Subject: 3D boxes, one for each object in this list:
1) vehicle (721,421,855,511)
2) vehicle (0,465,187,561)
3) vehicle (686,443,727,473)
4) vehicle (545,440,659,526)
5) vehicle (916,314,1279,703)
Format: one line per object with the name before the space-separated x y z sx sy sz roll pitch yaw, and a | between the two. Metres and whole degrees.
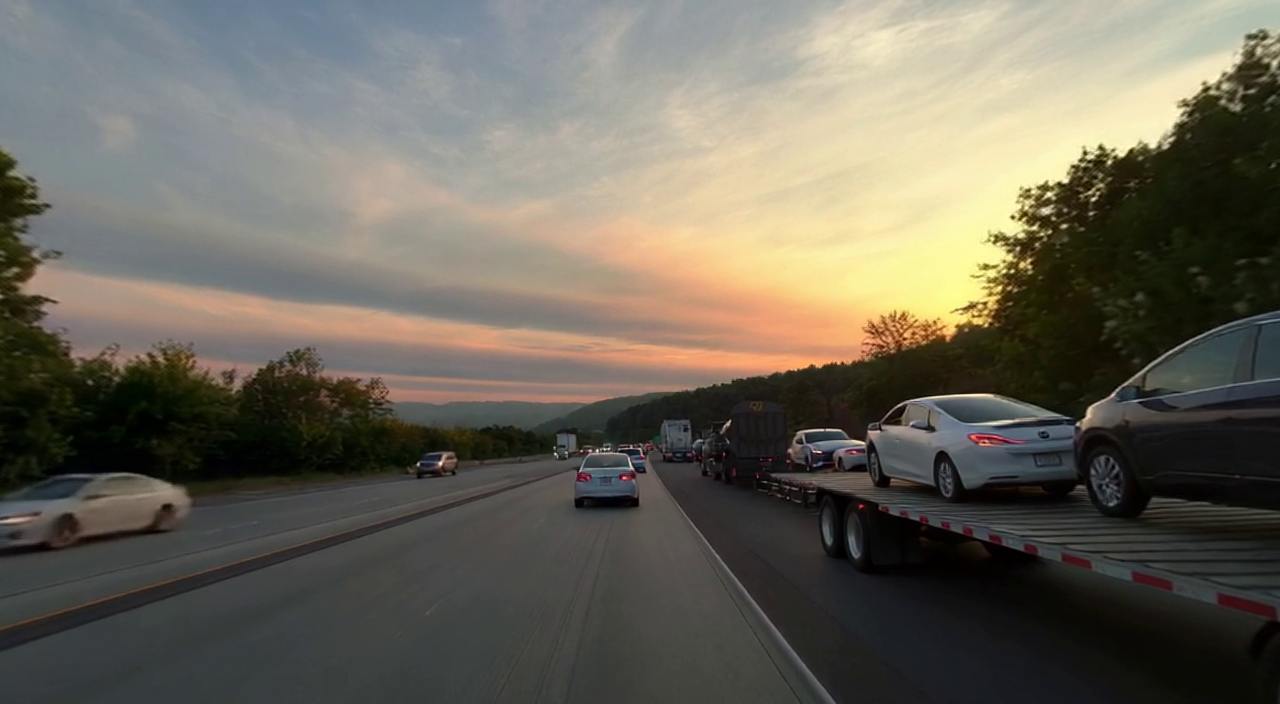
vehicle | 3.407 2.747 15.443 2.303 1.889 3.920 0 -9 0
vehicle | -11.341 3.007 12.338 2.089 1.482 3.770 0 -9 0
vehicle | 3.938 6.321 37.784 1.938 1.660 4.223 0 -9 0
vehicle | -0.672 2.589 12.913 1.991 1.466 3.675 0 -9 0
vehicle | 3.472 0.894 3.352 1.959 1.783 4.407 0 -9 0
